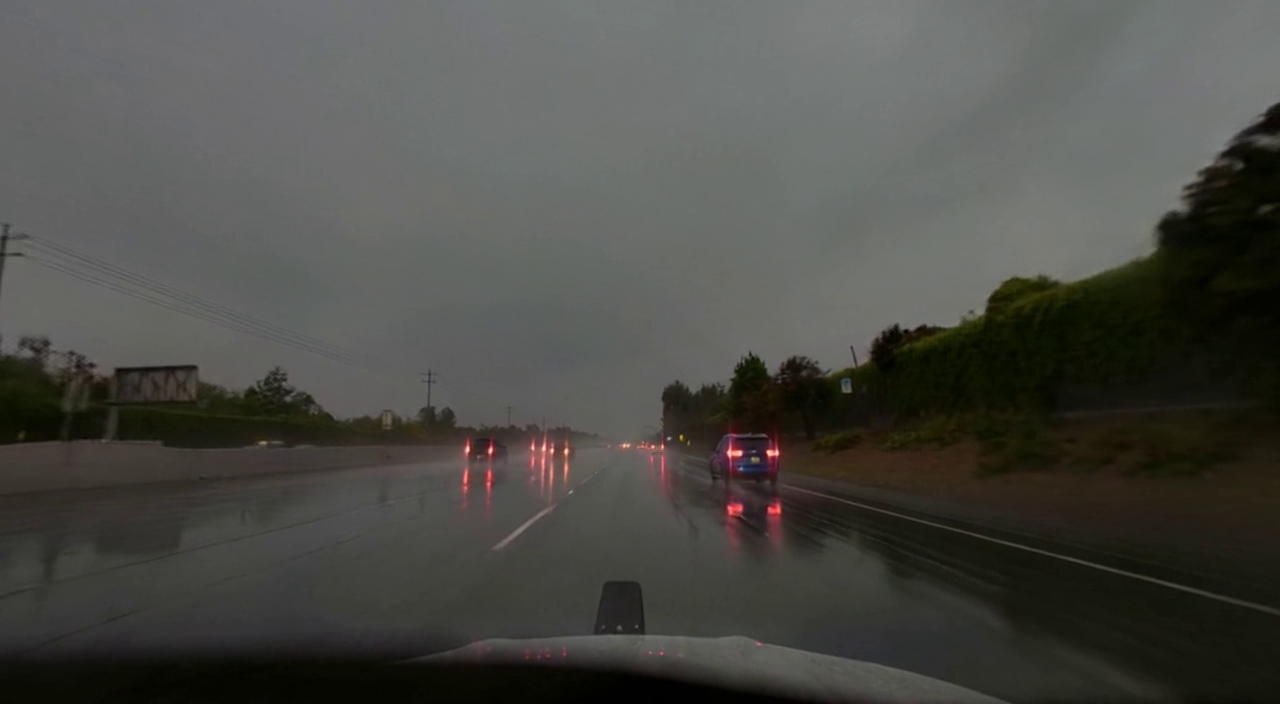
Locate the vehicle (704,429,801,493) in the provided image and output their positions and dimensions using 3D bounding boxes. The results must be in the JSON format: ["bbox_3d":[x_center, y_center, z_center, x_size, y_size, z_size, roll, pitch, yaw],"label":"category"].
[{"bbox_3d":[3.579,3.594,21.098,2.184,1.892,4.763,0,-8,-2],"label":"vehicle"}]

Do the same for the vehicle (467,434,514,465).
[{"bbox_3d":[-11.244,7.383,47.677,2.261,2.230,5.435,0,-9,0],"label":"vehicle"}]
